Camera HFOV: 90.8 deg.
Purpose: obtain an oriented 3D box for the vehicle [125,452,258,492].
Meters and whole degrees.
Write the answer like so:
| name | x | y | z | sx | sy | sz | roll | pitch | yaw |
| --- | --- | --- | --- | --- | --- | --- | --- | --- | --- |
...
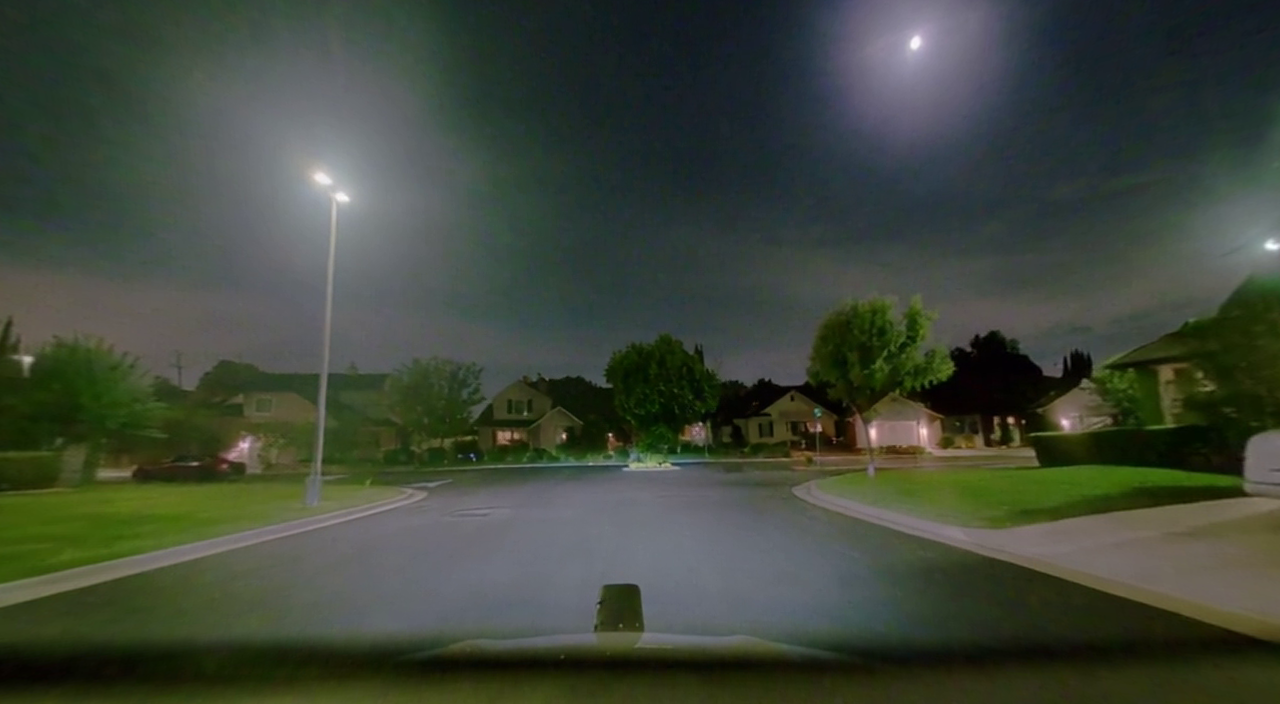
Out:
| name | x | y | z | sx | sy | sz | roll | pitch | yaw |
| --- | --- | --- | --- | --- | --- | --- | --- | --- | --- |
| vehicle | -20.993 | 5.608 | 29.712 | 4.594 | 1.778 | 2.055 | 0 | -9 | 0 |
